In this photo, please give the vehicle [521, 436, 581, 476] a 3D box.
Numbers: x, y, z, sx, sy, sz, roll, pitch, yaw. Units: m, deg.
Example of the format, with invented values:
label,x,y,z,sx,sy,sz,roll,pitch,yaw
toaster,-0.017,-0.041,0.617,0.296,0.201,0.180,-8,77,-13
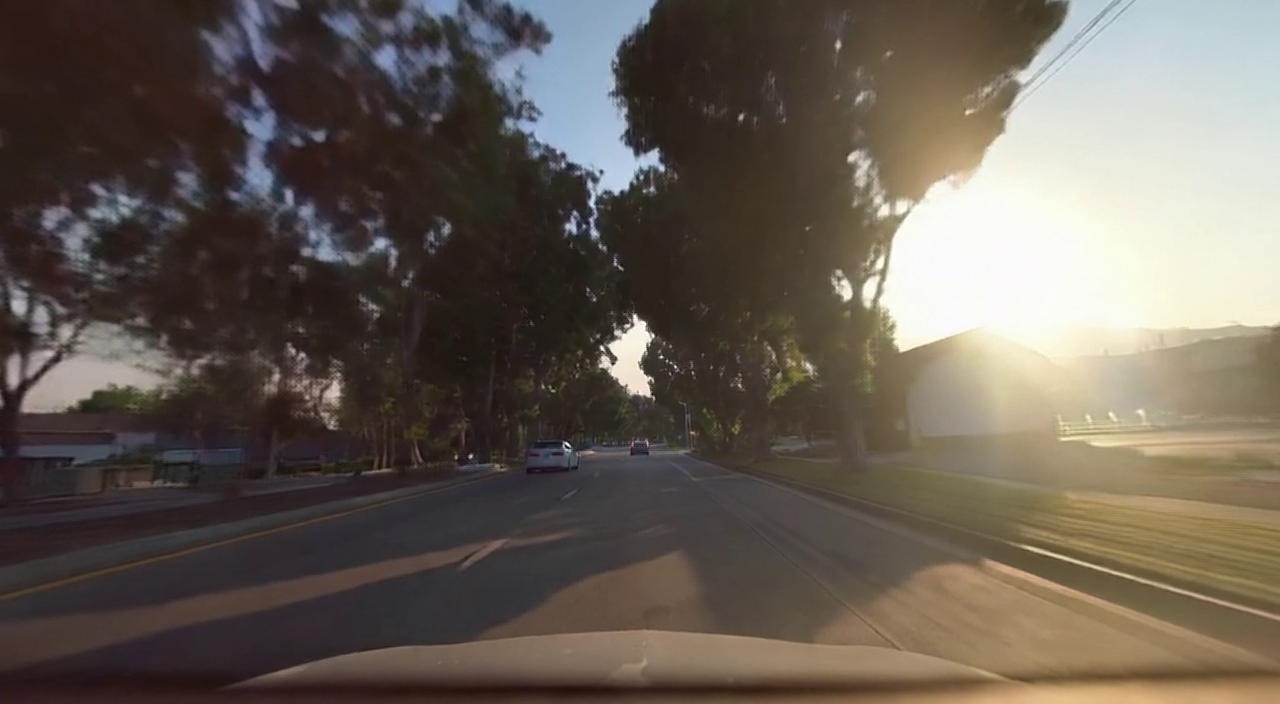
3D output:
label,x,y,z,sx,sy,sz,roll,pitch,yaw
vehicle,-3.871,4.583,28.108,1.914,1.630,4.351,0,-8,1
